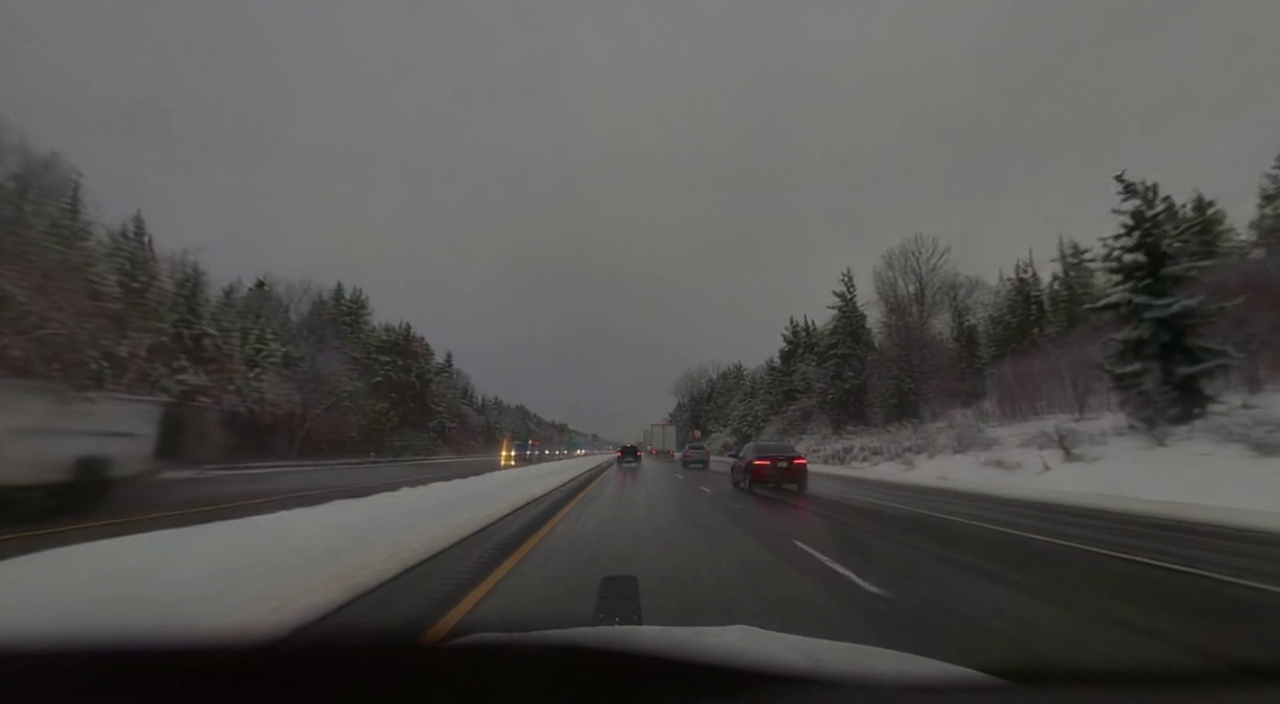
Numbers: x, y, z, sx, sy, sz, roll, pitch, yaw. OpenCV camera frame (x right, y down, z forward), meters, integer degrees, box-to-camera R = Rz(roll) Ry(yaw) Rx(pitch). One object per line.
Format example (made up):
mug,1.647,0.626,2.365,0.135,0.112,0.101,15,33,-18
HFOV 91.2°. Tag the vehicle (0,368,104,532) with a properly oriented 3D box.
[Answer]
vehicle,-8.759,0.987,6.212,2.244,1.935,5.210,0,-9,0

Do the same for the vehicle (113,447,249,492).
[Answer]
vehicle,-13.205,3.367,18.265,1.642,1.108,3.052,-2,-8,0

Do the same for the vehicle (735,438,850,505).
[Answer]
vehicle,3.810,3.057,16.423,1.968,1.513,3.911,0,-9,0

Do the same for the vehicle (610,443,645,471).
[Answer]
vehicle,-0.828,6.757,40.647,2.151,1.693,4.201,0,-9,-1

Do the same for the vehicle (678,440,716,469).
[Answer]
vehicle,3.652,6.687,40.941,1.982,1.745,4.151,0,-9,-1

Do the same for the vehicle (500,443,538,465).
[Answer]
vehicle,-8.852,7.499,46.312,1.918,1.511,4.549,0,-9,0
